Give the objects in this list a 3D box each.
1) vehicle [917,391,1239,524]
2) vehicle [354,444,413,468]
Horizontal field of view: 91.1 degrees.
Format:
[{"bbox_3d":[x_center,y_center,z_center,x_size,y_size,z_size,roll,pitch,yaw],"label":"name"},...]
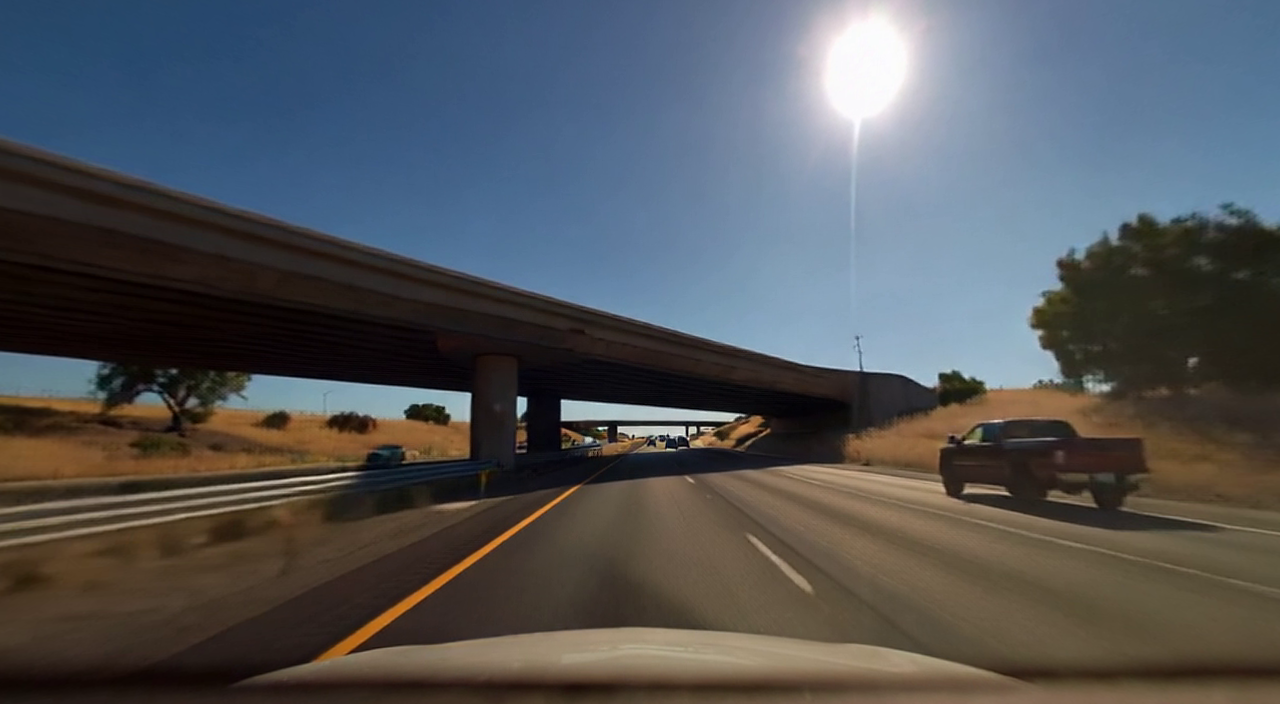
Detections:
[{"bbox_3d":[7.954,2.019,12.427,2.362,2.037,5.409,0,-8,-1],"label":"vehicle"},{"bbox_3d":[-16.870,6.851,41.528,1.937,1.466,4.375,0,-8,1],"label":"vehicle"}]
